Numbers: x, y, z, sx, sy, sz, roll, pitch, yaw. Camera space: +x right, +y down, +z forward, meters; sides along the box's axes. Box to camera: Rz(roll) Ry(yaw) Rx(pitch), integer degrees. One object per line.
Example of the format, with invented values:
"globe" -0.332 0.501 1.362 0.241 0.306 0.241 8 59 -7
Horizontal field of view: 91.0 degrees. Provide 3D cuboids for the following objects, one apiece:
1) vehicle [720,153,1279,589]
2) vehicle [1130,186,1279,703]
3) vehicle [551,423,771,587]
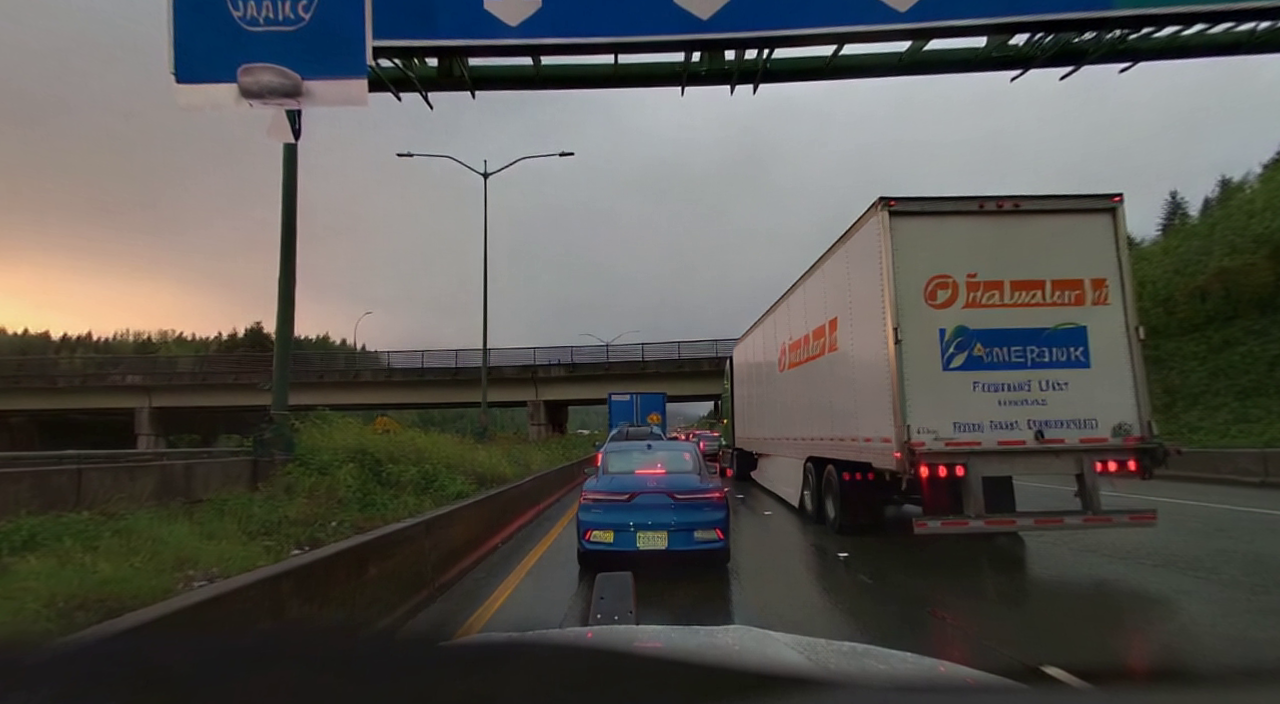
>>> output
"vehicle" 4.193 1.068 12.968 2.827 4.081 14.305 0 -8 -1
"vehicle" 4.729 0.120 0.643 2.892 2.615 6.650 0 -8 -2
"vehicle" 0.181 1.687 7.722 2.045 1.490 3.597 -1 -8 0
